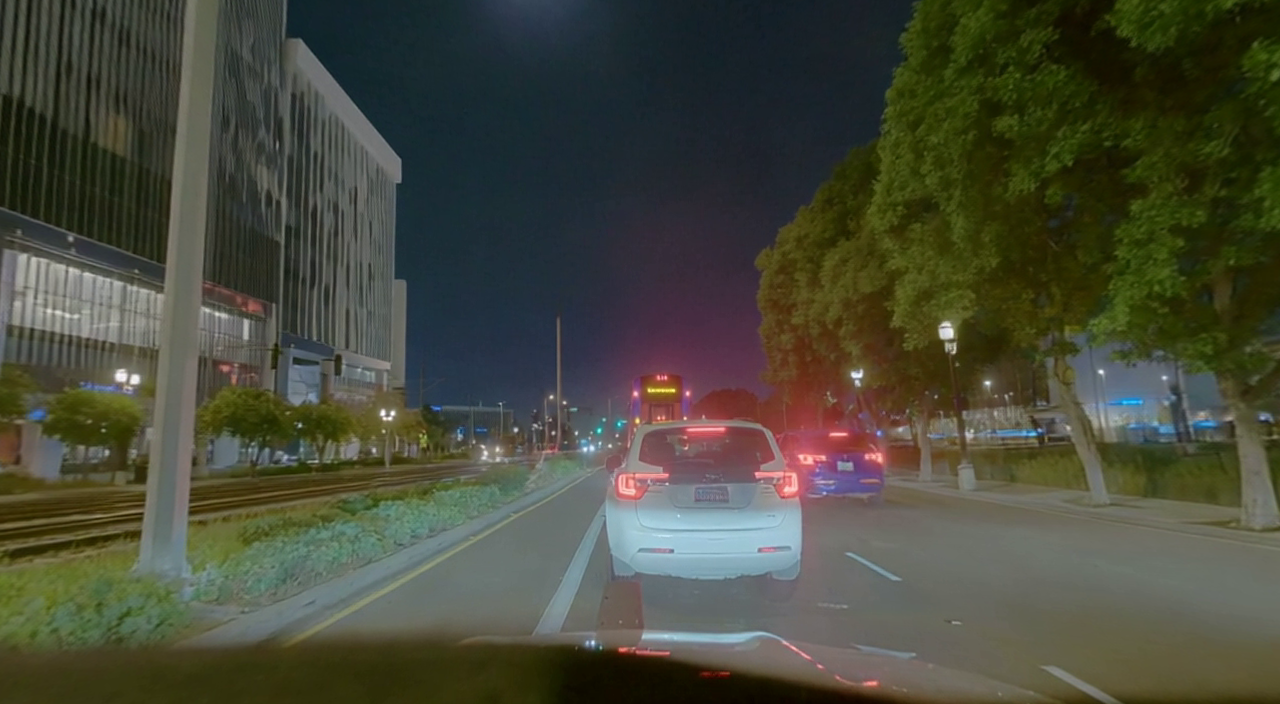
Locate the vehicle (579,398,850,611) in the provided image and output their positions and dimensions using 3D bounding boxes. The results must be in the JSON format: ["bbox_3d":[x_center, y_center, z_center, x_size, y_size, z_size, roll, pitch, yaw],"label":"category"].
[{"bbox_3d":[0.489,1.527,7.183,2.190,1.684,4.084,0,-9,-3],"label":"vehicle"}]
